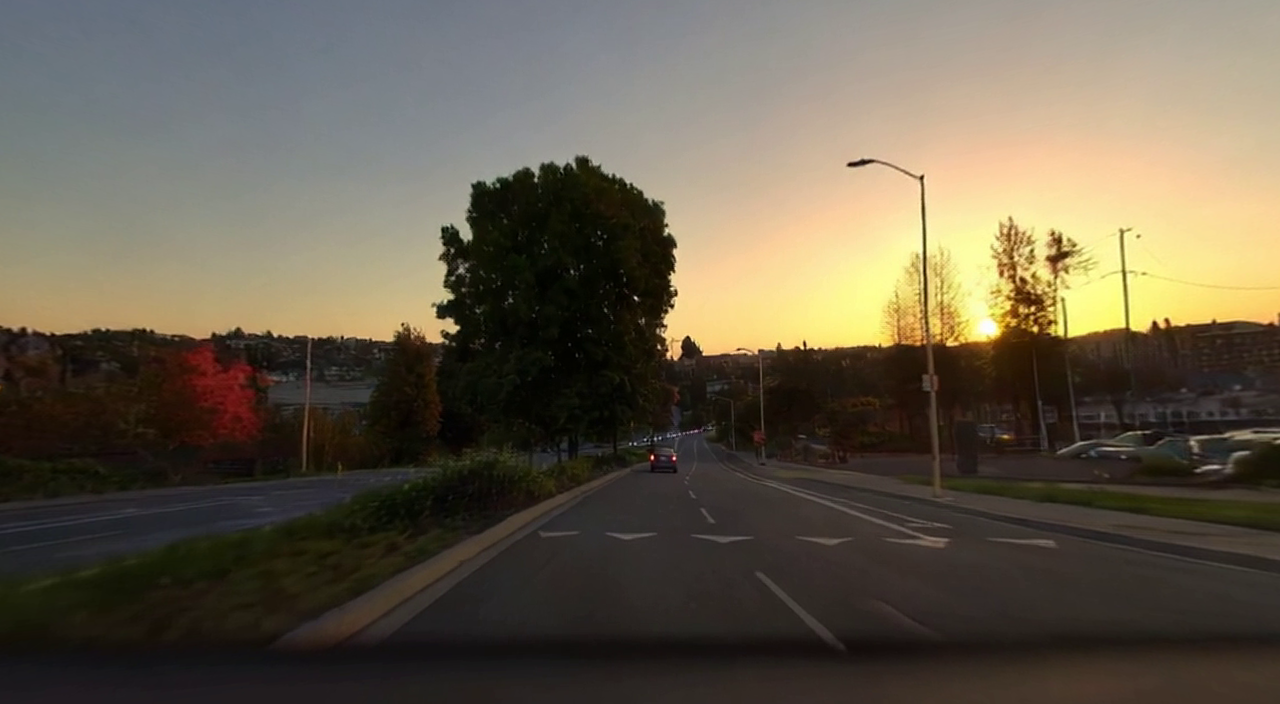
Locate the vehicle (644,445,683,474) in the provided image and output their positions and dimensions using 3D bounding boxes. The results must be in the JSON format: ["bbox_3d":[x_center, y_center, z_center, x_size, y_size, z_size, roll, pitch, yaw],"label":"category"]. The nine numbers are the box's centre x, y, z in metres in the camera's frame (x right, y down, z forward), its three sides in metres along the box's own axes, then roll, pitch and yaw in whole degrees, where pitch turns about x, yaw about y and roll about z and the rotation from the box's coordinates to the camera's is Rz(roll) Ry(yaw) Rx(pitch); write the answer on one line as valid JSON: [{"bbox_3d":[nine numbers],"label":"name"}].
[{"bbox_3d":[1.366,6.220,36.864,2.158,1.600,3.865,-1,-8,2],"label":"vehicle"}]
